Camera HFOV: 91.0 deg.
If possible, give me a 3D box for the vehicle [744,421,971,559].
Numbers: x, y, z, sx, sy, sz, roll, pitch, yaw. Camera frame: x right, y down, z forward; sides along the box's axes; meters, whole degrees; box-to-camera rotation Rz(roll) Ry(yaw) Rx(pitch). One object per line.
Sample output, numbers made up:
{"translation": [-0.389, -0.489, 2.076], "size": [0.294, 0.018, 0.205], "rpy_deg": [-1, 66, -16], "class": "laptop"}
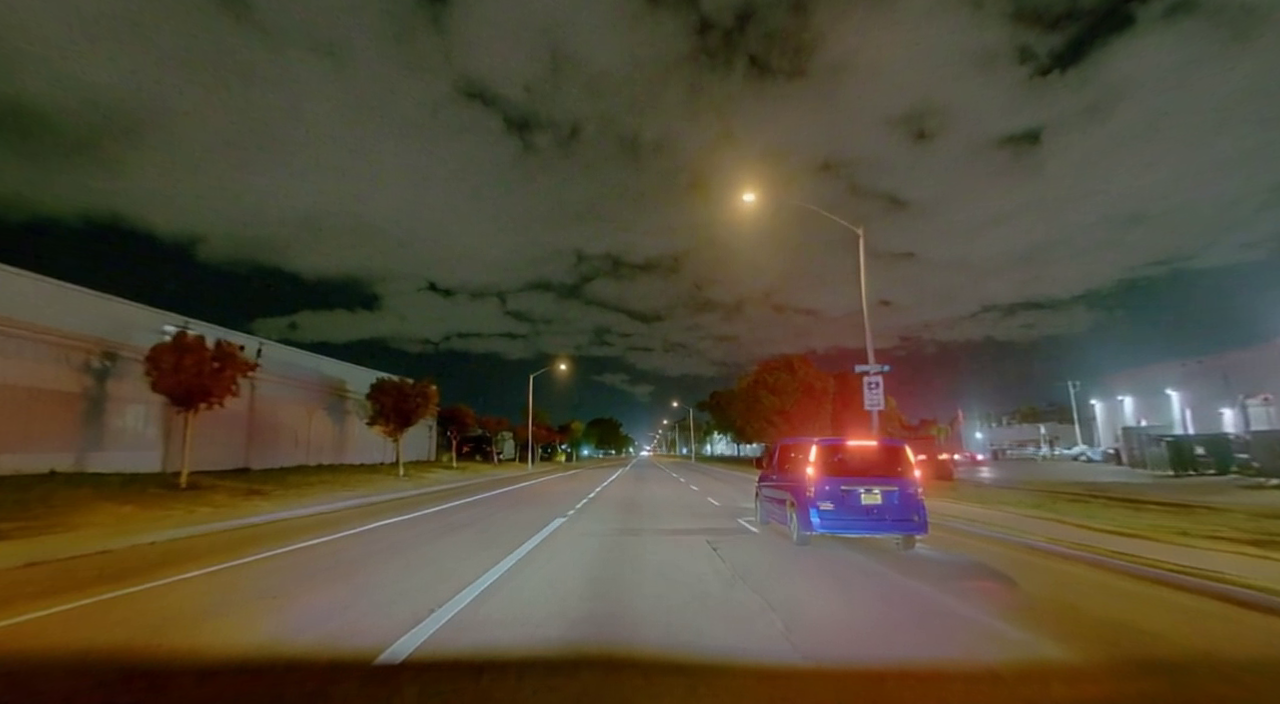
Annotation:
{"translation": [3.337, 2.235, 10.966], "size": [2.202, 1.822, 4.826], "rpy_deg": [0, -9, 0], "class": "vehicle"}
